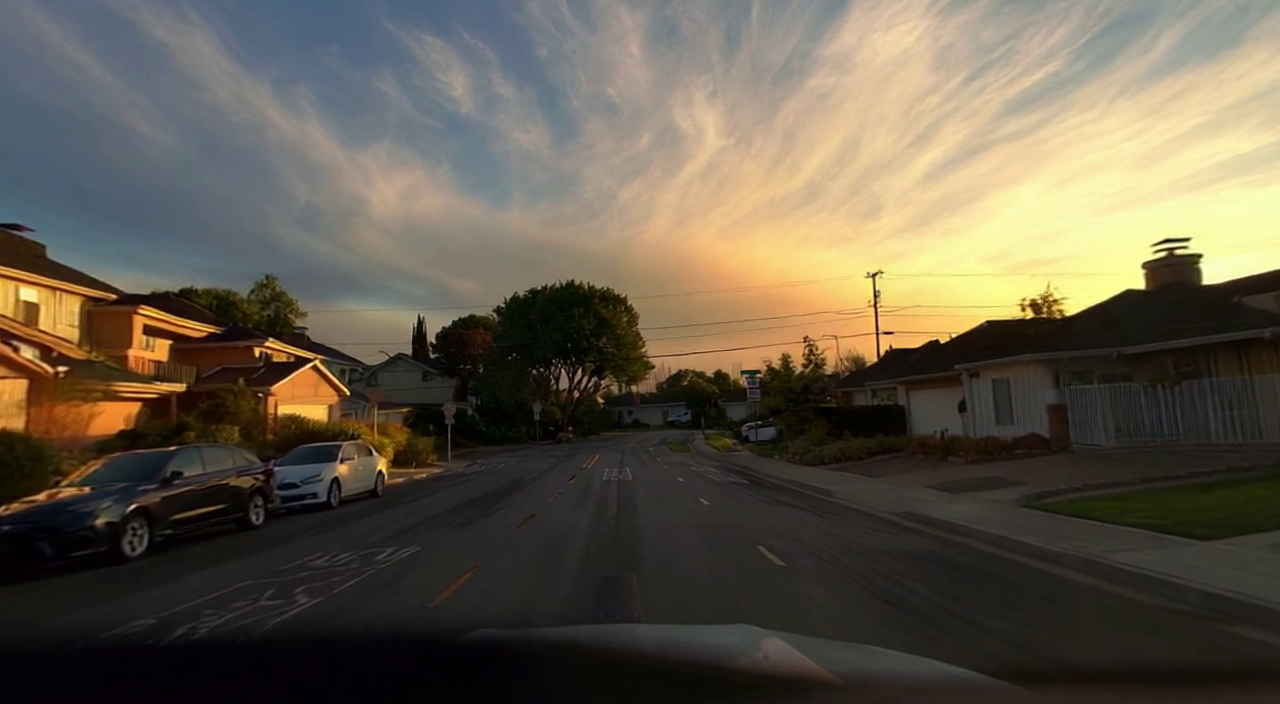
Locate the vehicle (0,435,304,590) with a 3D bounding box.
[{"bbox_3d":[-6.425,1.889,8.350,1.777,1.554,3.790,0,-8,1],"label":"vehicle"}]
